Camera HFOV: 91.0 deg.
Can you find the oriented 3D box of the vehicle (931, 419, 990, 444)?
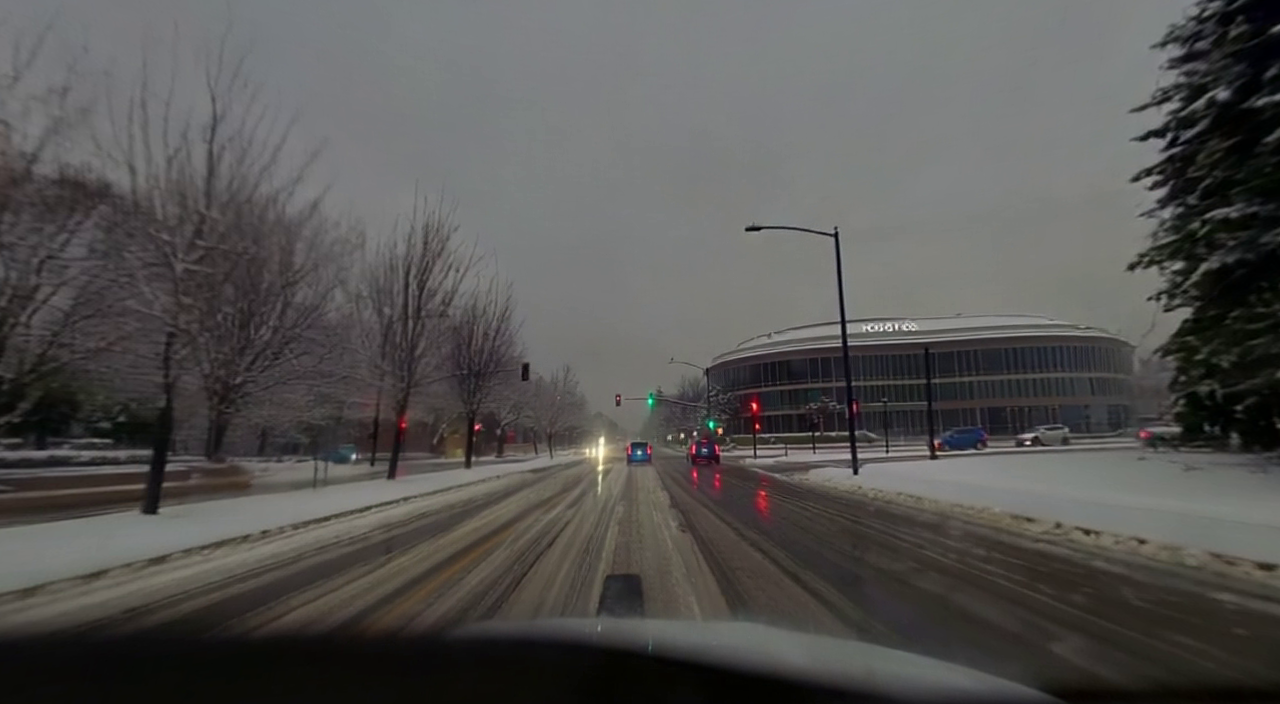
[{"bbox_3d":[23.466,5.910,46.336,1.887,1.635,4.695,1,-10,0],"label":"vehicle"}]

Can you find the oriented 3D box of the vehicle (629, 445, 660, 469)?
[{"bbox_3d":[0.257,7.145,43.138,2.014,1.525,4.197,0,-9,-2],"label":"vehicle"}]

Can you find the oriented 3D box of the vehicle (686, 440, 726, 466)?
[{"bbox_3d":[4.621,7.160,44.830,2.174,1.749,4.739,1,-9,-2],"label":"vehicle"}]
